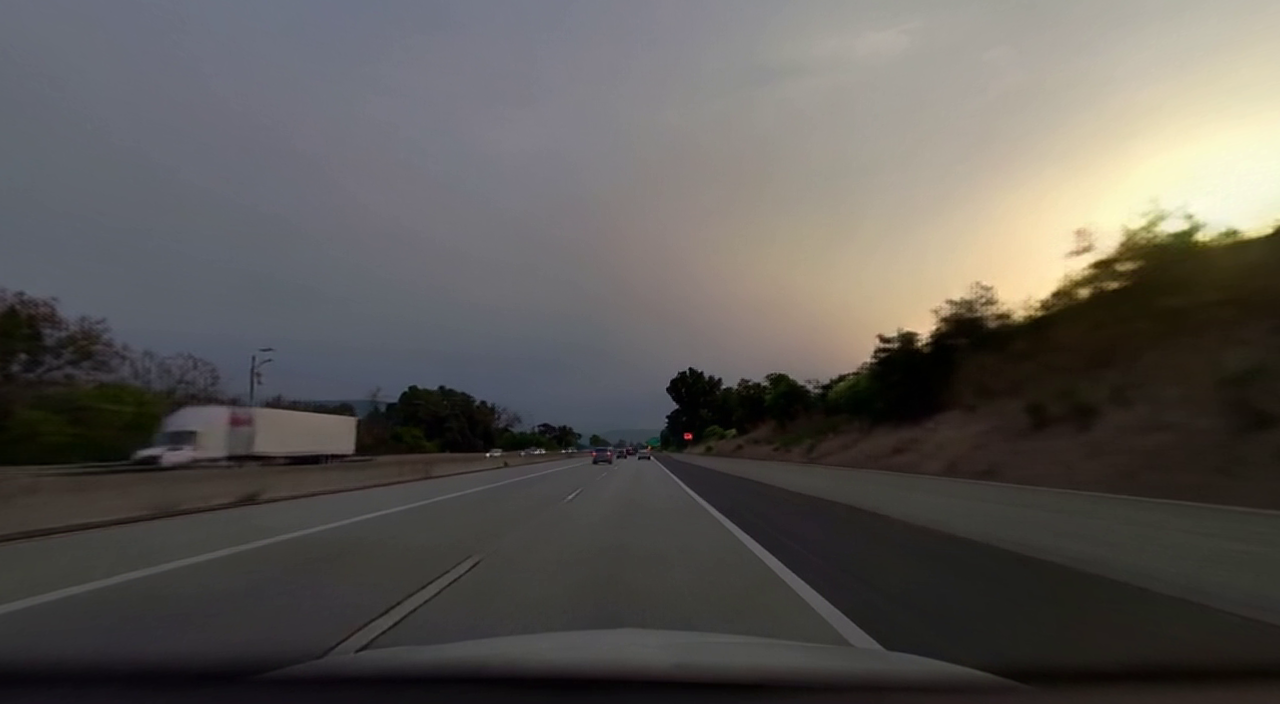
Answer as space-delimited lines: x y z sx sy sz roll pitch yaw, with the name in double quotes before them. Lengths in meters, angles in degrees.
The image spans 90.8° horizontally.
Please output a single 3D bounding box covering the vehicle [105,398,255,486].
"vehicle" -23.069 4.624 32.179 2.967 4.002 5.886 0 -9 0
